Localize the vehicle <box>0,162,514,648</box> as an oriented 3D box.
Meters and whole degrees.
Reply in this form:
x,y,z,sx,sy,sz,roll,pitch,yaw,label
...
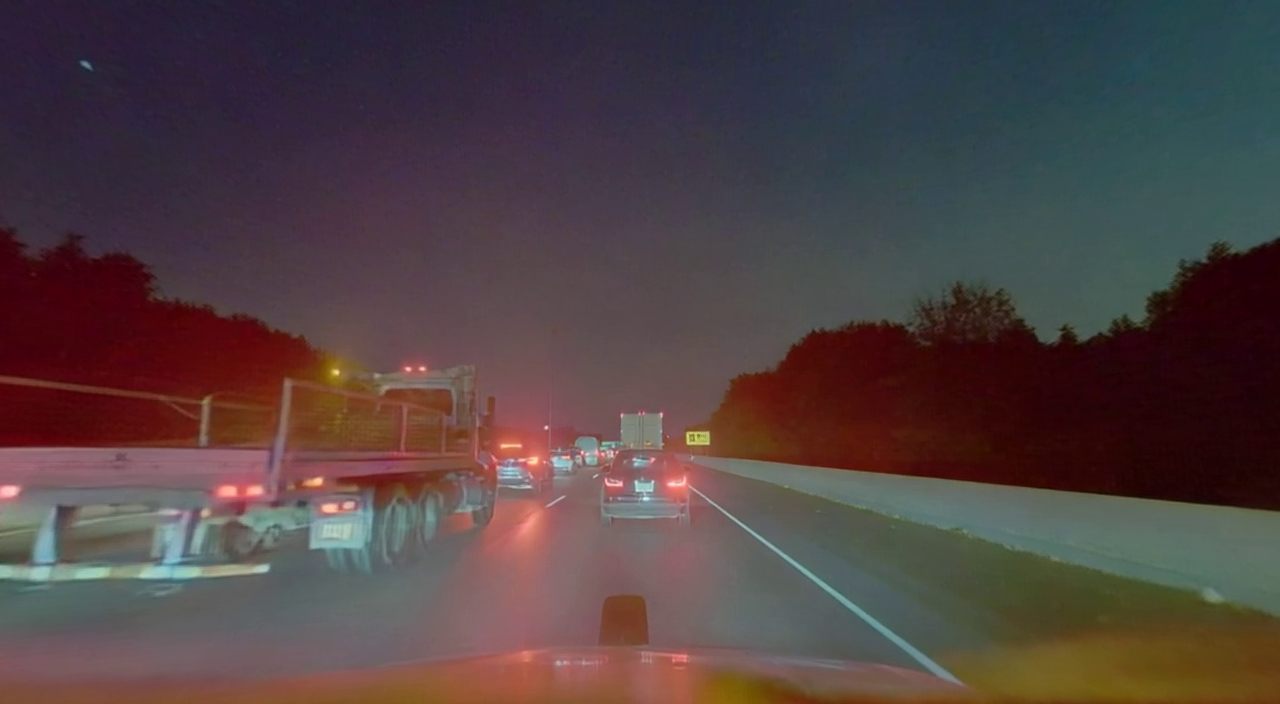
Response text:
x,y,z,sx,sy,sz,roll,pitch,yaw,label
-3.895,0.872,8.131,2.832,3.293,7.782,0,-9,1,vehicle

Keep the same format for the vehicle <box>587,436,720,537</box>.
x,y,z,sx,sy,sz,roll,pitch,yaw,label
0.178,2.293,11.232,1.995,1.495,3.380,0,-9,-1,vehicle

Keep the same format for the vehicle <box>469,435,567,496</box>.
x,y,z,sx,sy,sz,roll,pitch,yaw,label
-3.637,3.479,19.627,2.165,1.638,4.317,0,-9,0,vehicle
